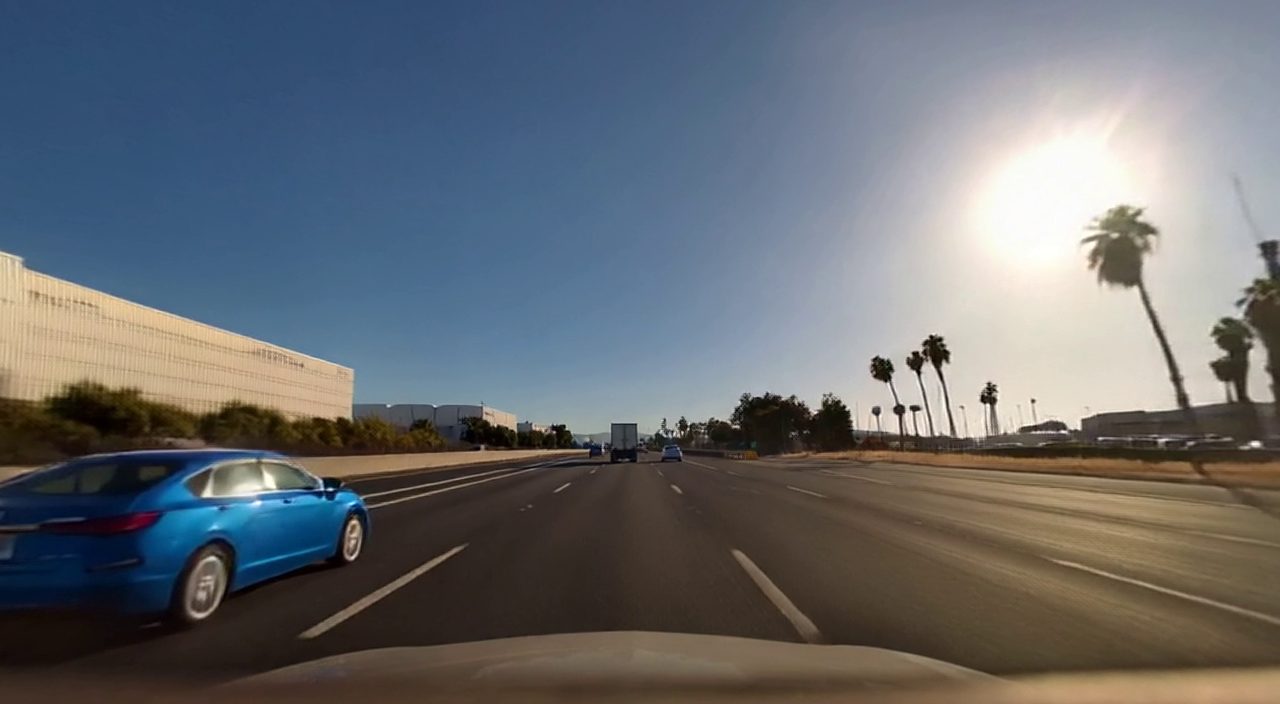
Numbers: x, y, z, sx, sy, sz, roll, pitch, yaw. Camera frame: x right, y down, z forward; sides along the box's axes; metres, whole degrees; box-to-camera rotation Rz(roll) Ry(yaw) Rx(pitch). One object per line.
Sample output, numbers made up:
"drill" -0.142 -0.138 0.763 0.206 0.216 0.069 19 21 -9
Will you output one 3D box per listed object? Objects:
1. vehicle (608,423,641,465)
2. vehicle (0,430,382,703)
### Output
"vehicle" -1.185 7.083 48.711 2.364 2.953 6.495 0 -8 -1
"vehicle" -4.021 1.401 4.994 2.097 1.447 4.291 0 -8 1
